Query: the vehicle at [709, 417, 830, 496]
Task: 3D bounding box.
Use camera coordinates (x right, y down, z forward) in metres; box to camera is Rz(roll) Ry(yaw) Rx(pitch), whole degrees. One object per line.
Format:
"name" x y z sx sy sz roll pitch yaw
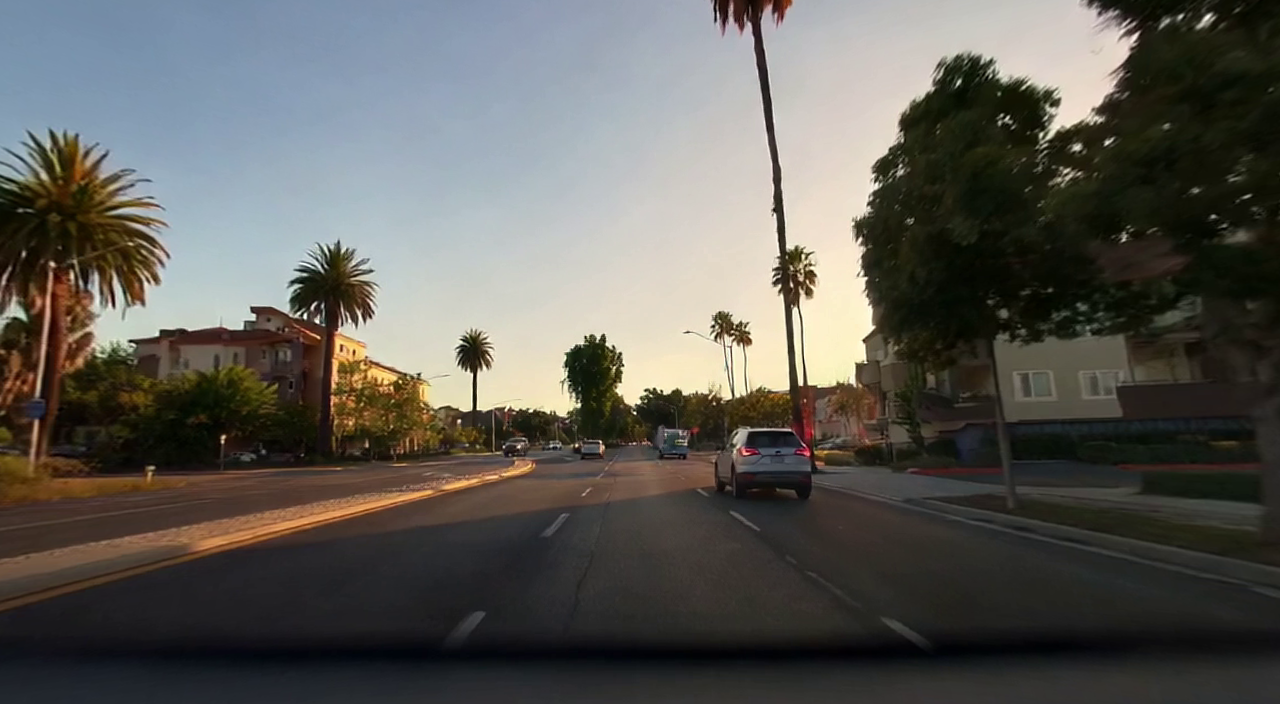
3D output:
"vehicle" 3.431 2.902 17.781 2.244 1.901 4.561 0 -8 -3
